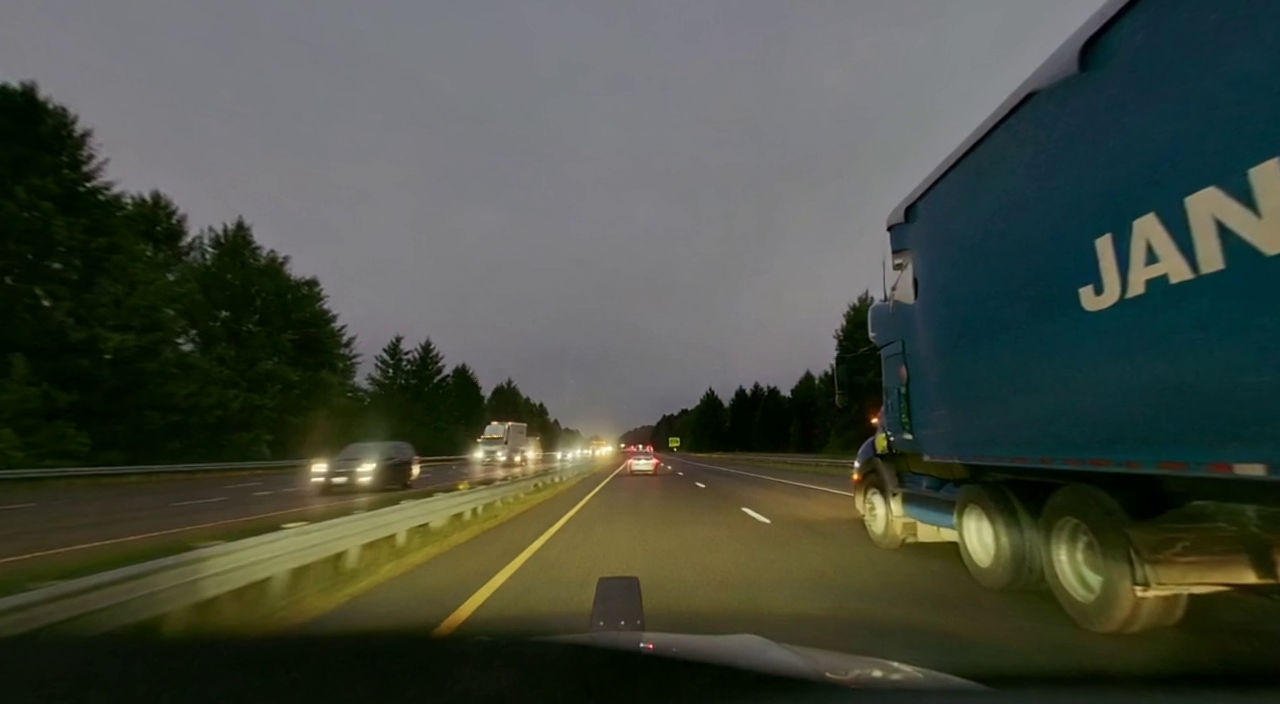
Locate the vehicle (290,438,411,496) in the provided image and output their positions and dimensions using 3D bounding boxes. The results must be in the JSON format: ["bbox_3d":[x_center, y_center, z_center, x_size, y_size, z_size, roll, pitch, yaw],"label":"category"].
[{"bbox_3d":[-8.901,3.549,19.782,1.878,1.590,3.982,0,-9,0],"label":"vehicle"}]

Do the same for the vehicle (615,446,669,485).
[{"bbox_3d":[0.060,4.807,27.033,2.114,1.523,4.012,0,-9,0],"label":"vehicle"}]

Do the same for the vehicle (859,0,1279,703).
[{"bbox_3d":[4.446,0.196,5.306,3.010,3.911,5.858,0,-9,0],"label":"vehicle"}]

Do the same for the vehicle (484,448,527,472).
[{"bbox_3d":[-8.996,7.245,42.555,1.930,1.479,4.706,0,-9,0],"label":"vehicle"}]
